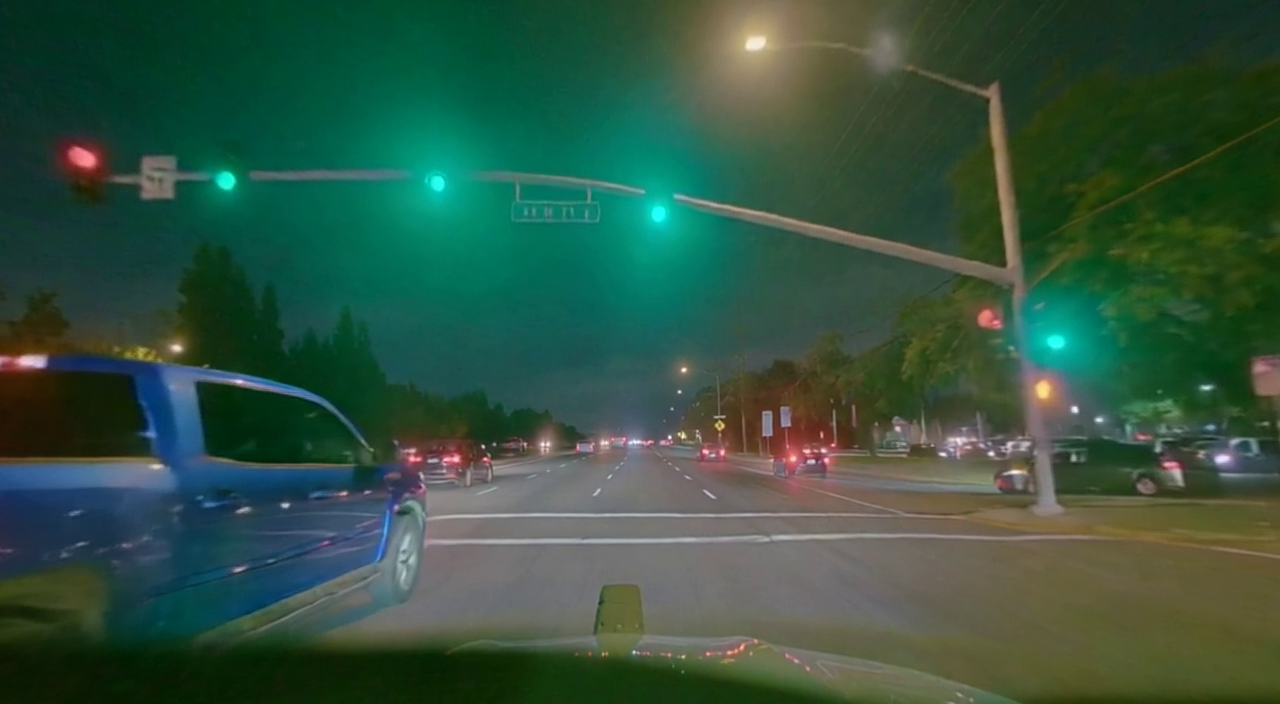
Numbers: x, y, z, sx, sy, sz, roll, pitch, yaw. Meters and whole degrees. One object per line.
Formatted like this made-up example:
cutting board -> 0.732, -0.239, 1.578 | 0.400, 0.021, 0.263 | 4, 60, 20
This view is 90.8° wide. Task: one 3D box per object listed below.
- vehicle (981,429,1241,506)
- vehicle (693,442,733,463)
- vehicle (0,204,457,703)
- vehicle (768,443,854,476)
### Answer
vehicle -> 12.450, 3.035, 17.140 | 2.150, 1.735, 5.106 | 6, -10, -35
vehicle -> 5.335, 7.361, 46.520 | 2.071, 1.435, 4.226 | 1, -8, -6
vehicle -> -3.117, 0.803, 3.379 | 2.467, 1.991, 6.089 | 0, -8, 0
vehicle -> 8.215, 5.196, 30.830 | 1.840, 1.428, 4.602 | 2, -9, -17
